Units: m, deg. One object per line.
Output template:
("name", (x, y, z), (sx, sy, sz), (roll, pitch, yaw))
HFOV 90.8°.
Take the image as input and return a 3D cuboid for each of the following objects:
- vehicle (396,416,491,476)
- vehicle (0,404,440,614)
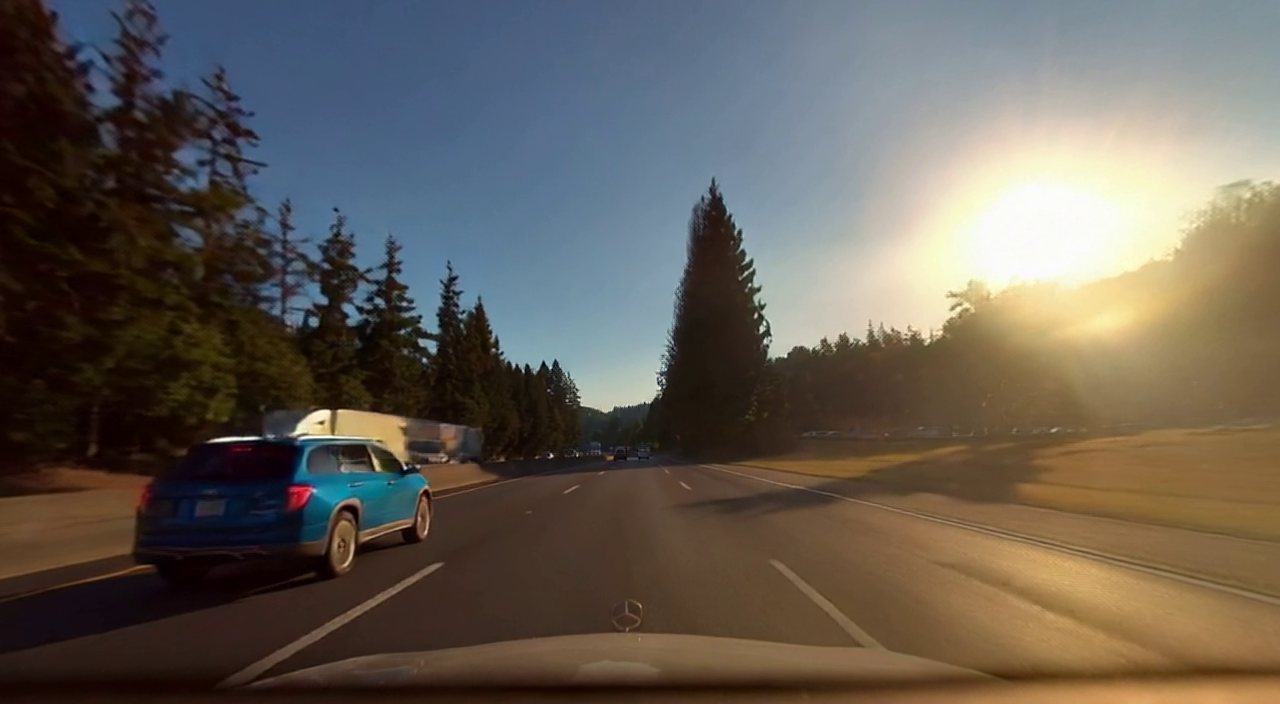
("vehicle", (-12.753, 6.281, 42.222), (2.933, 3.457, 10.136), (0, -9, 1))
("vehicle", (-4.250, 1.649, 7.626), (2.110, 1.727, 4.607), (0, -8, 0))
